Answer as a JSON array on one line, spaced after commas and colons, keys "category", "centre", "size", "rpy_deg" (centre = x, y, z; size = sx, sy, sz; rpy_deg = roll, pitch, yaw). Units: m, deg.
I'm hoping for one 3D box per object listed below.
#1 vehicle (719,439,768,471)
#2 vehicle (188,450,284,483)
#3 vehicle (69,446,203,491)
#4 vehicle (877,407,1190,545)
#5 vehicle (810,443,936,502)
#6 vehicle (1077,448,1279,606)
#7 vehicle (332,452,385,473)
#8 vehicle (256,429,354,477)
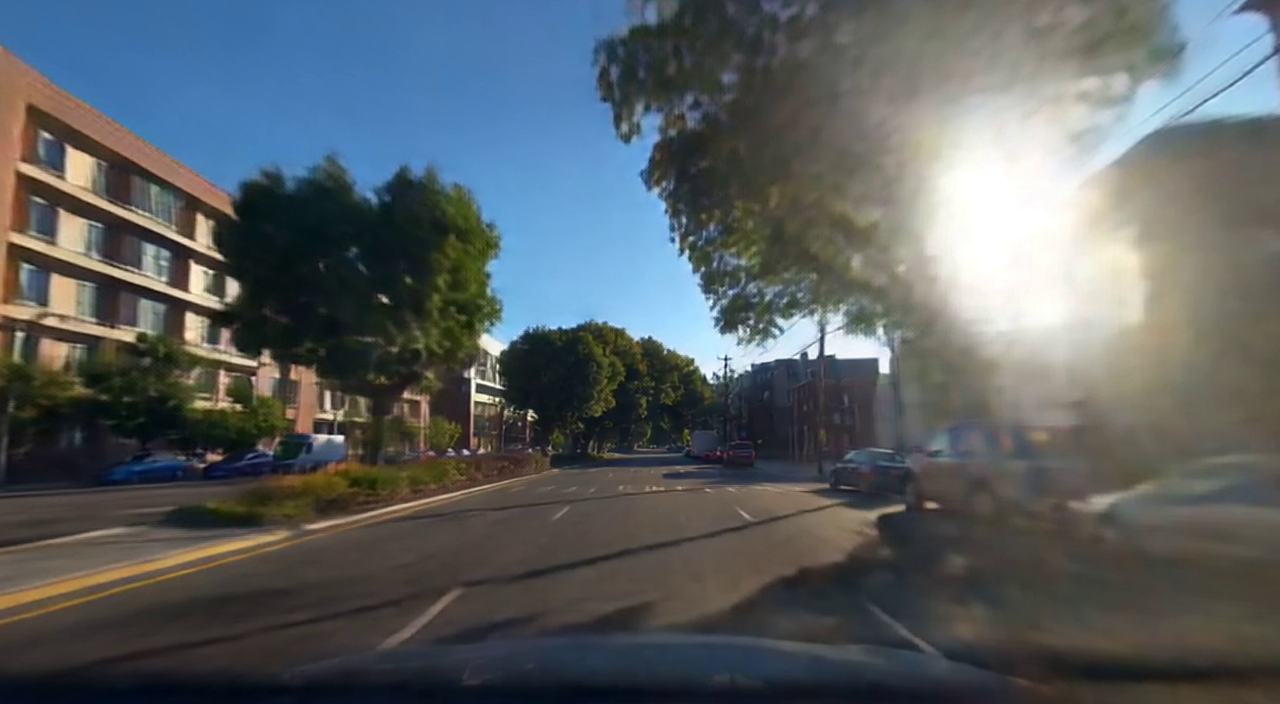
[{"category": "vehicle", "centre": [7.299, 7.340, 45.200], "size": [2.563, 2.090, 6.077], "rpy_deg": [0, -8, 0]}, {"category": "vehicle", "centre": [-22.088, 6.261, 34.780], "size": [2.004, 1.586, 4.962], "rpy_deg": [0, -8, 0]}, {"category": "vehicle", "centre": [-22.395, 5.132, 28.309], "size": [2.116, 1.813, 4.674], "rpy_deg": [0, -8, 0]}, {"category": "vehicle", "centre": [7.008, 2.294, 12.507], "size": [2.197, 2.019, 6.225], "rpy_deg": [0, -8, 0]}, {"category": "vehicle", "centre": [6.935, 3.609, 19.393], "size": [2.109, 1.567, 4.626], "rpy_deg": [0, -8, 0]}, {"category": "vehicle", "centre": [6.754, 1.665, 6.192], "size": [1.896, 1.399, 4.196], "rpy_deg": [0, -8, 0]}, {"category": "vehicle", "centre": [-22.004, 8.676, 49.544], "size": [1.877, 1.473, 4.892], "rpy_deg": [0, -8, 0]}, {"category": "vehicle", "centre": [-22.162, 6.708, 42.244], "size": [2.397, 2.865, 7.296], "rpy_deg": [0, -8, 1]}]
